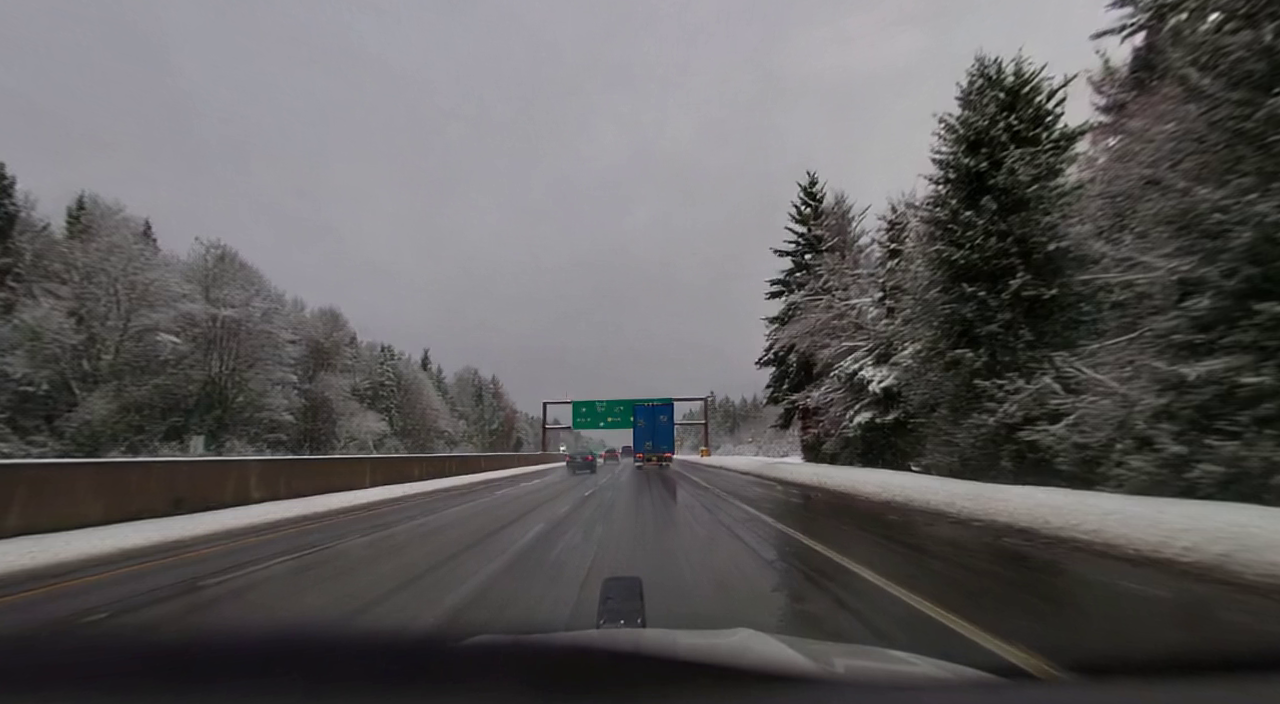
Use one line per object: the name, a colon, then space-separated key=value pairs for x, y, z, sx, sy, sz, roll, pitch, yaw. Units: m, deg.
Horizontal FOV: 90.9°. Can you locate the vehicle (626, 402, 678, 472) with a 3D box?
vehicle: x=0.741 y=5.762 z=42.107 sx=3.022 sy=4.072 sz=10.318 roll=0 pitch=-9 yaw=0

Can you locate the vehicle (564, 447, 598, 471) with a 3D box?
vehicle: x=-3.898 y=7.139 z=42.190 sx=1.873 sy=1.469 sz=3.601 roll=0 pitch=-9 yaw=1
